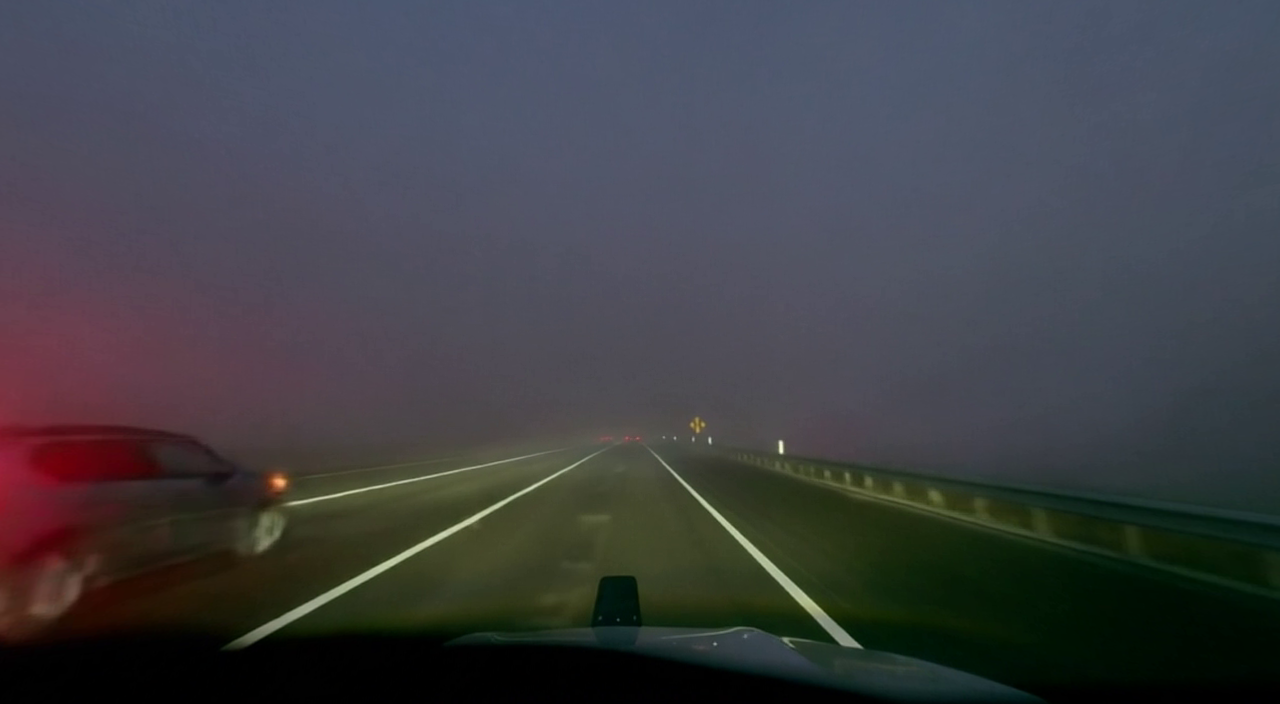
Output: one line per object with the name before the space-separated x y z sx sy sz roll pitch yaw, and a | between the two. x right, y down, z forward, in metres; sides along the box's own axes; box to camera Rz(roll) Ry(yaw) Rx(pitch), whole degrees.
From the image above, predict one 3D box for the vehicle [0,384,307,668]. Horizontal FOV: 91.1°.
vehicle | -4.561 1.037 4.078 2.149 1.532 4.905 0 -8 0
